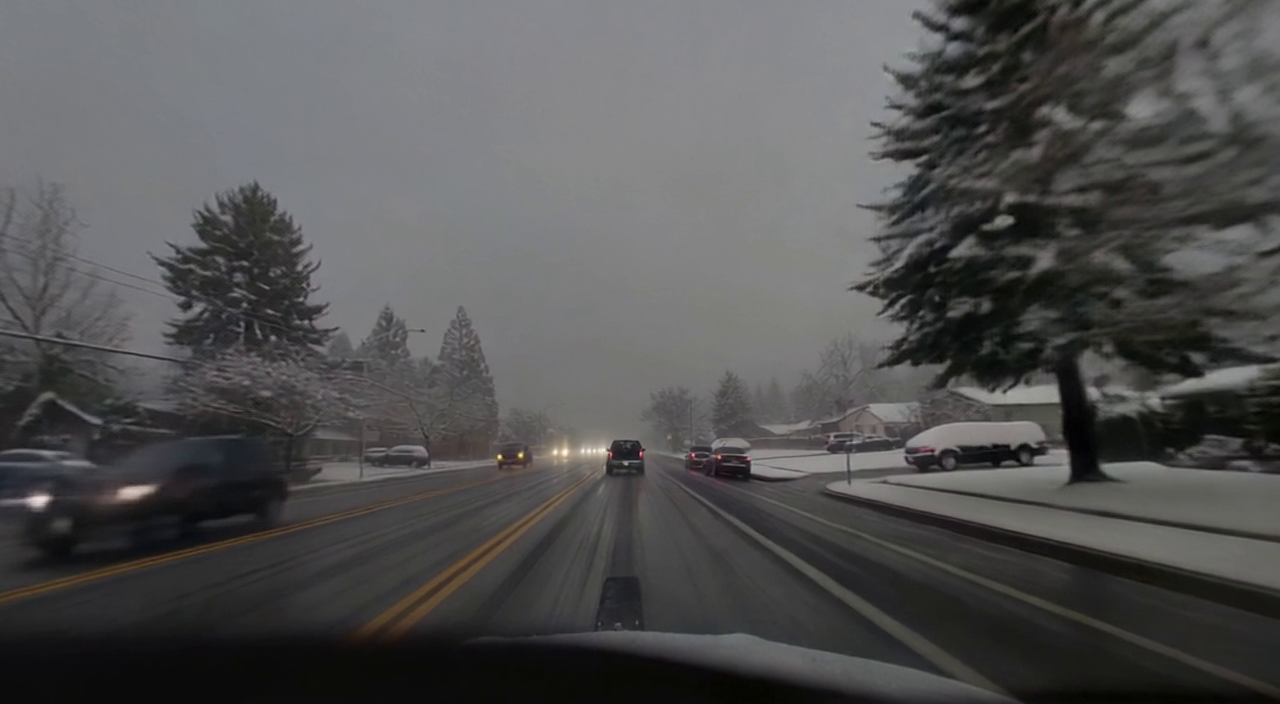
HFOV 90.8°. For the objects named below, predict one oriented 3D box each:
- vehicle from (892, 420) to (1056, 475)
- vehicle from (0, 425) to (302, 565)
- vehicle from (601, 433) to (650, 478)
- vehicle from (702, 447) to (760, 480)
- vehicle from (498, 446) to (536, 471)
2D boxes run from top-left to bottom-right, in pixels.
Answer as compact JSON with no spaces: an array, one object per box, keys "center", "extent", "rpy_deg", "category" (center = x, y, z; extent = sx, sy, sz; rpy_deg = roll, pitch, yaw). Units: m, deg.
[{"center":[12.331,3.556,23.597],"extent":[4.870,1.926,2.094],"rpy_deg":[0,-9,-1],"category":"vehicle"},{"center":[-8.201,2.254,10.856],"extent":[2.114,1.811,4.949],"rpy_deg":[0,-8,-1],"category":"vehicle"},{"center":[-0.647,4.930,30.235],"extent":[2.153,1.942,4.767],"rpy_deg":[0,-8,-1],"category":"vehicle"},{"center":[4.321,5.353,30.730],"extent":[1.963,1.469,4.709],"rpy_deg":[0,-9,-2],"category":"vehicle"},{"center":[-8.764,7.613,45.474],"extent":[1.945,1.712,4.240],"rpy_deg":[0,-8,-1],"category":"vehicle"}]
